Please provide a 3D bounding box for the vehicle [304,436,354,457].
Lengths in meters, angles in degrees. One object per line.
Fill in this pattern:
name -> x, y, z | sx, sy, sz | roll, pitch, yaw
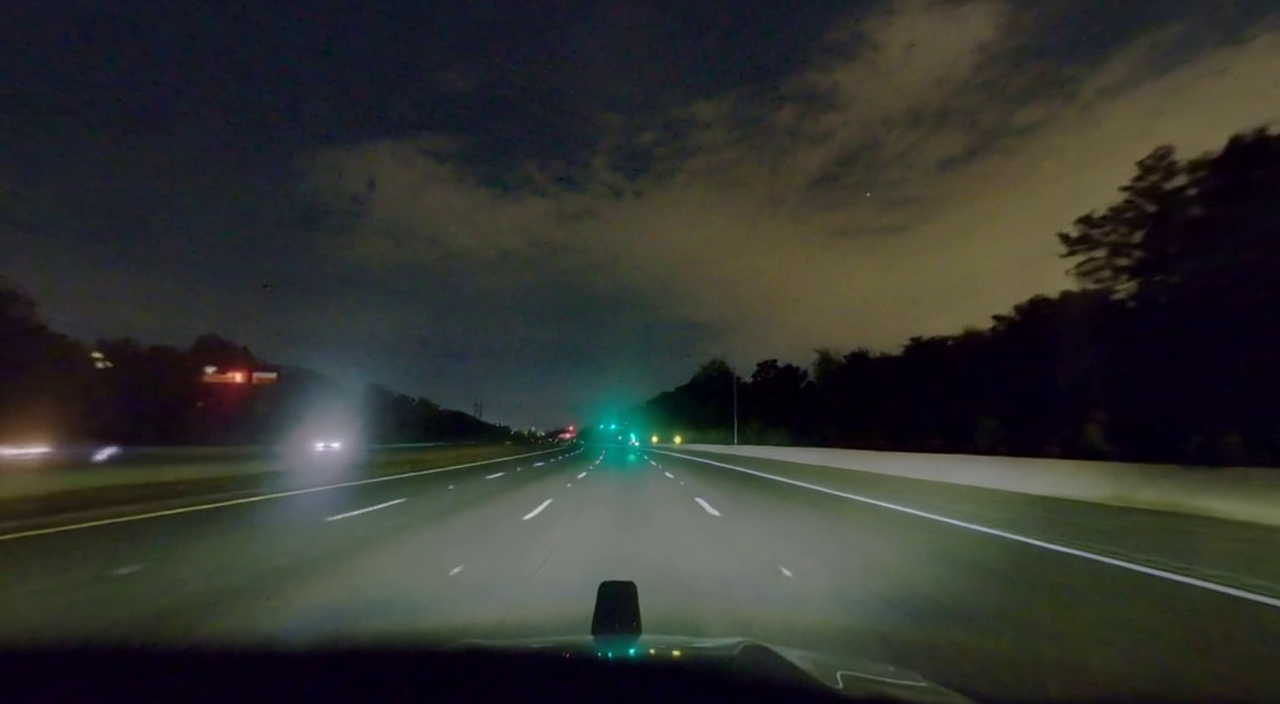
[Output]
vehicle -> -24.342, 7.438, 49.605 | 1.846, 1.549, 4.494 | 0, -8, -3

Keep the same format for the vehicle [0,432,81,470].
vehicle -> -26.957, 4.191, 26.807 | 1.872, 1.534, 5.182 | 0, -8, -2
